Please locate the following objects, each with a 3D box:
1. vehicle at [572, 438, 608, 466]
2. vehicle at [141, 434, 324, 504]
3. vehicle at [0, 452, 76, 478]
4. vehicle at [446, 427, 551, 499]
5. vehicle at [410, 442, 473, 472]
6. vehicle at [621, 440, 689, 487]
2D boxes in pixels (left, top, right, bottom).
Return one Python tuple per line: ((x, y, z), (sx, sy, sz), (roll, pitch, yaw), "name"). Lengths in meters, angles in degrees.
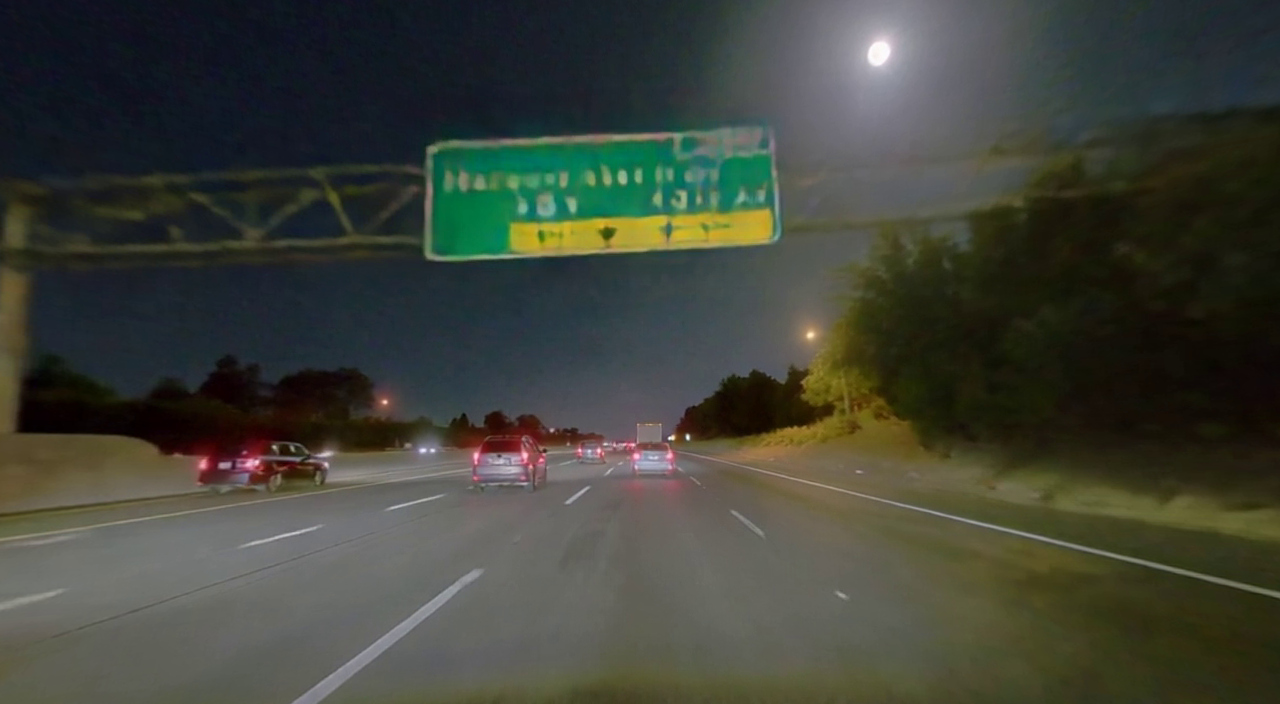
((-3.120, 6.346, 40.074), (1.897, 1.646, 4.049), (0, -8, 1), "vehicle")
((-10.593, 3.047, 16.881), (1.941, 1.602, 4.277), (0, -8, 2), "vehicle")
((-36.124, 6.726, 37.645), (1.541, 1.414, 3.511), (0, -8, 1), "vehicle")
((-3.743, 3.014, 17.524), (1.903, 1.721, 4.210), (0, -8, 1), "vehicle")
((-10.767, 5.708, 34.582), (1.902, 1.478, 4.505), (0, -8, 1), "vehicle")
((0.463, 3.718, 21.359), (2.054, 1.421, 4.090), (0, -8, 0), "vehicle")
